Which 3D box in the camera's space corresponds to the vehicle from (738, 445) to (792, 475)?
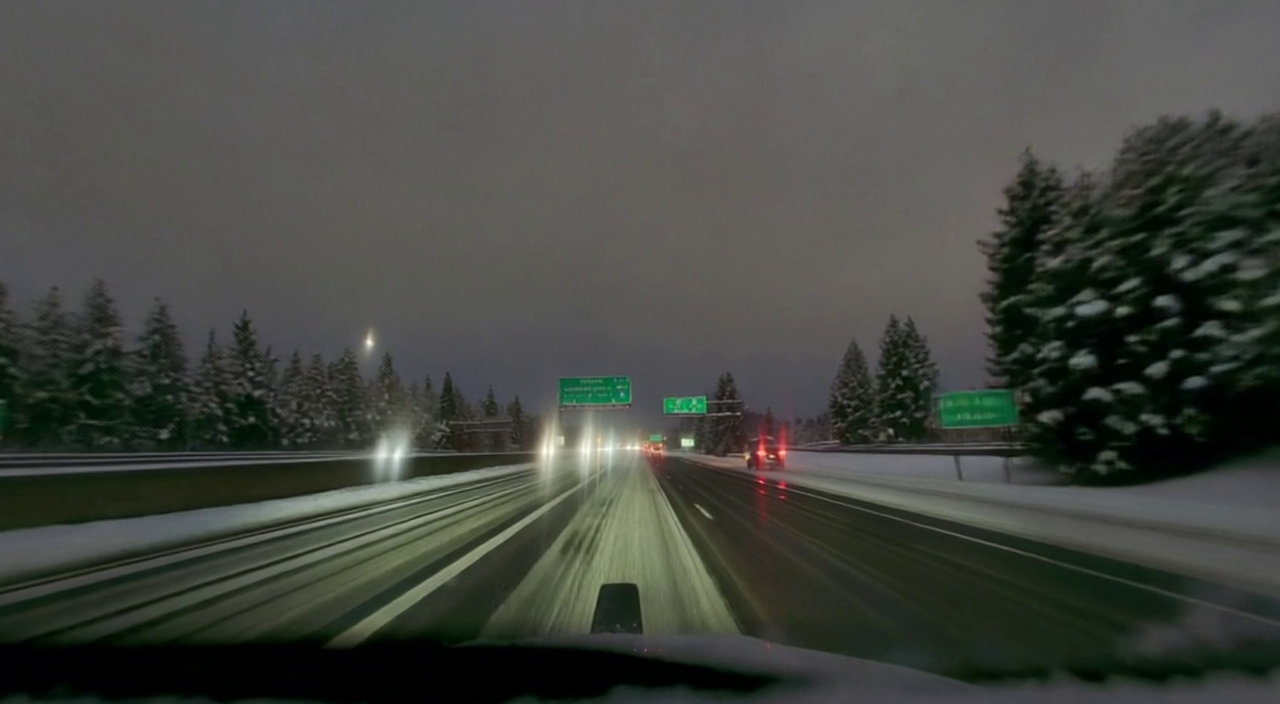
[{"bbox_3d":[6.883,5.969,35.188,1.958,1.498,4.447,0,-8,-2],"label":"vehicle"}]
